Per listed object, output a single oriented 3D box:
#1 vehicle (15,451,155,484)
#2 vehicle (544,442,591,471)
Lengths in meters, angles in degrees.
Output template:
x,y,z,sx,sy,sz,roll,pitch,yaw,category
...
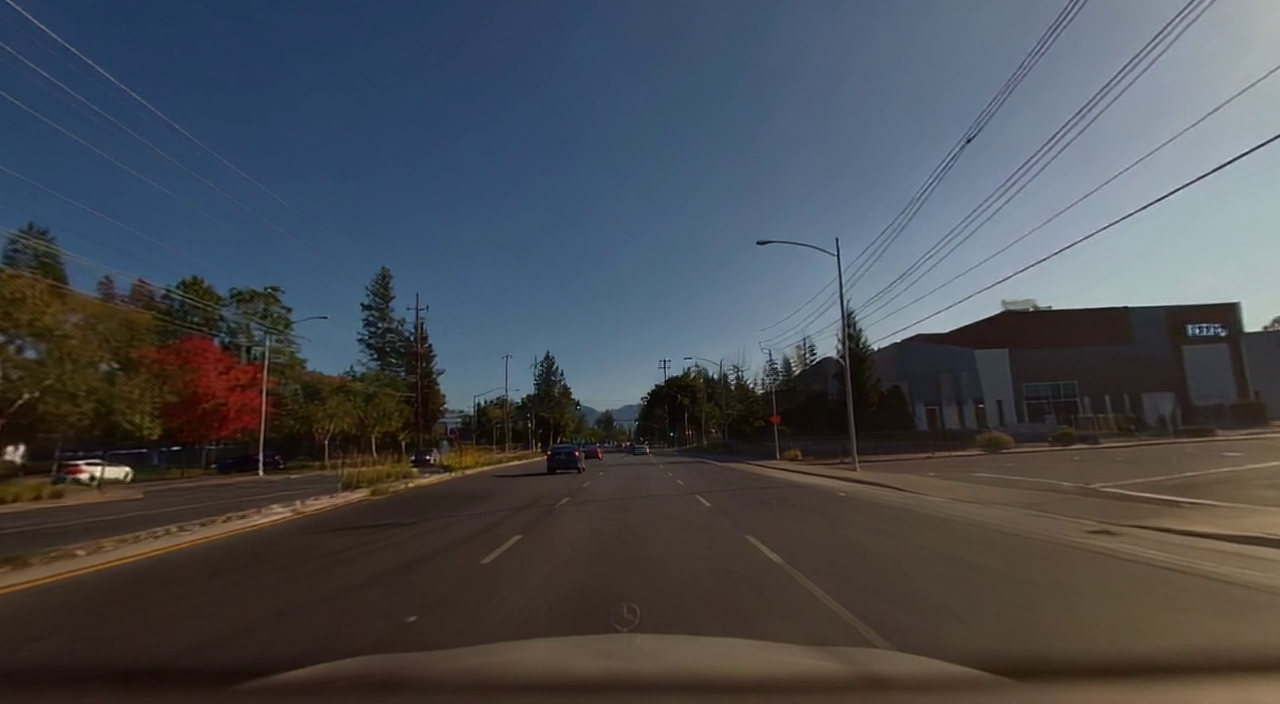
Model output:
x,y,z,sx,sy,sz,roll,pitch,yaw,category
-33.945,7.064,38.647,6.134,1.918,2.296,0,-9,-4,vehicle
-3.938,5.748,34.814,2.076,1.444,4.328,0,-9,0,vehicle
